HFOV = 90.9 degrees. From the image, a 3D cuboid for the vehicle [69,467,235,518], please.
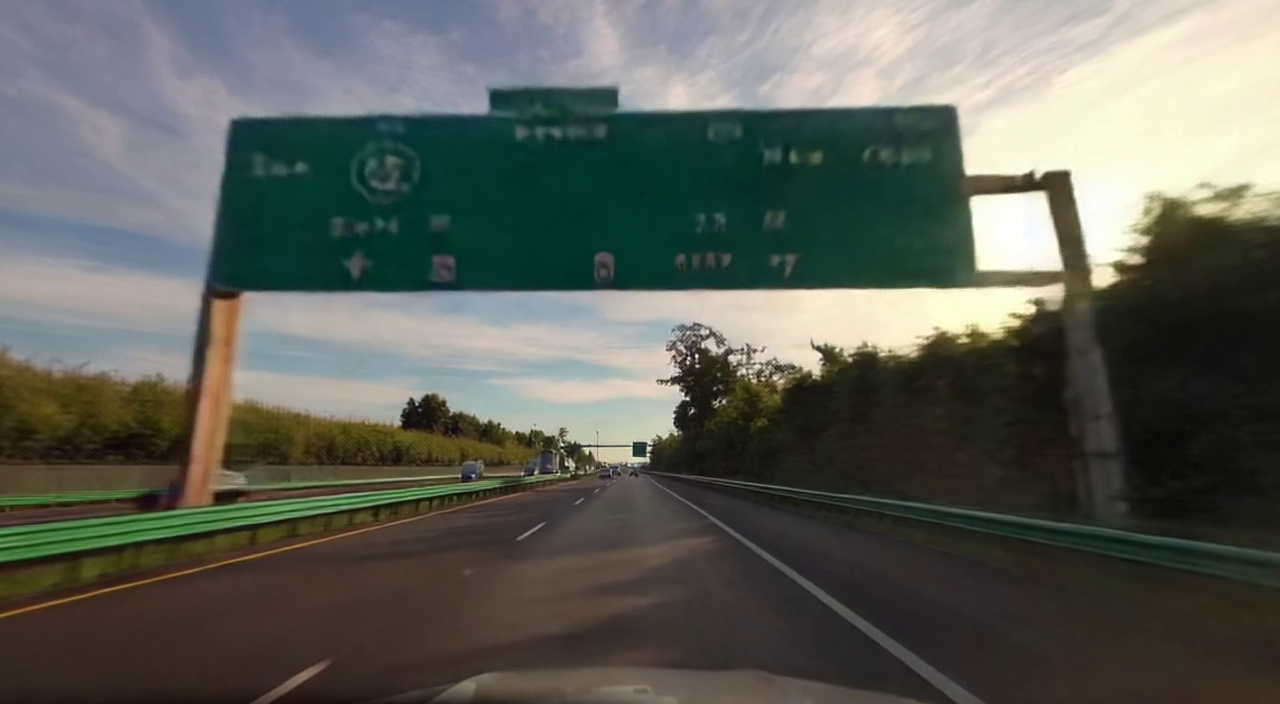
[{"bbox_3d":[-16.026,4.603,21.067,1.918,1.458,4.498,1,-11,0],"label":"vehicle"}]
